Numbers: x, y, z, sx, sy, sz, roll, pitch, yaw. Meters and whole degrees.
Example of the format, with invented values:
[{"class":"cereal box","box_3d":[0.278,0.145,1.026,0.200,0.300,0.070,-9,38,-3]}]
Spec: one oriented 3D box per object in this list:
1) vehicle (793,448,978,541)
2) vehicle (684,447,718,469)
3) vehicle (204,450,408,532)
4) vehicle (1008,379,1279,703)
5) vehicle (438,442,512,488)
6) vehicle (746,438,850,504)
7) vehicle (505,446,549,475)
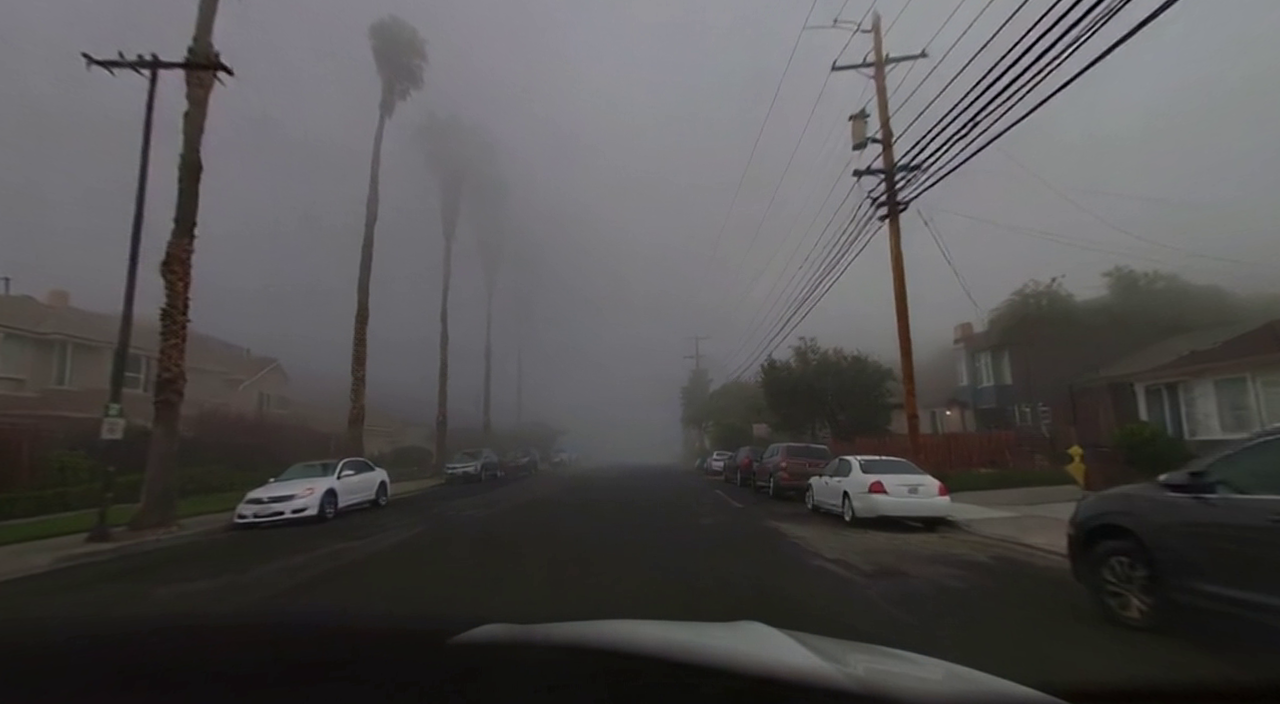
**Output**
[{"class":"vehicle","box_3d":[4.702,2.746,12.915,1.795,1.424,4.327,-3,-8,-3]},{"class":"vehicle","box_3d":[4.459,7.812,46.735,1.988,1.560,4.249,0,-8,0]},{"class":"vehicle","box_3d":[-7.176,2.989,14.289,2.013,1.483,4.645,0,-8,1]},{"class":"vehicle","box_3d":[4.711,1.086,3.660,2.115,1.826,4.871,0,-9,-1]},{"class":"vehicle","box_3d":[-7.493,5.133,29.237,2.077,1.888,4.551,-2,-8,2]},{"class":"vehicle","box_3d":[4.631,3.541,19.244,1.874,1.742,4.234,0,-8,-3]},{"class":"vehicle","box_3d":[-7.232,6.980,40.906,2.085,1.770,4.429,0,-8,-1]}]
